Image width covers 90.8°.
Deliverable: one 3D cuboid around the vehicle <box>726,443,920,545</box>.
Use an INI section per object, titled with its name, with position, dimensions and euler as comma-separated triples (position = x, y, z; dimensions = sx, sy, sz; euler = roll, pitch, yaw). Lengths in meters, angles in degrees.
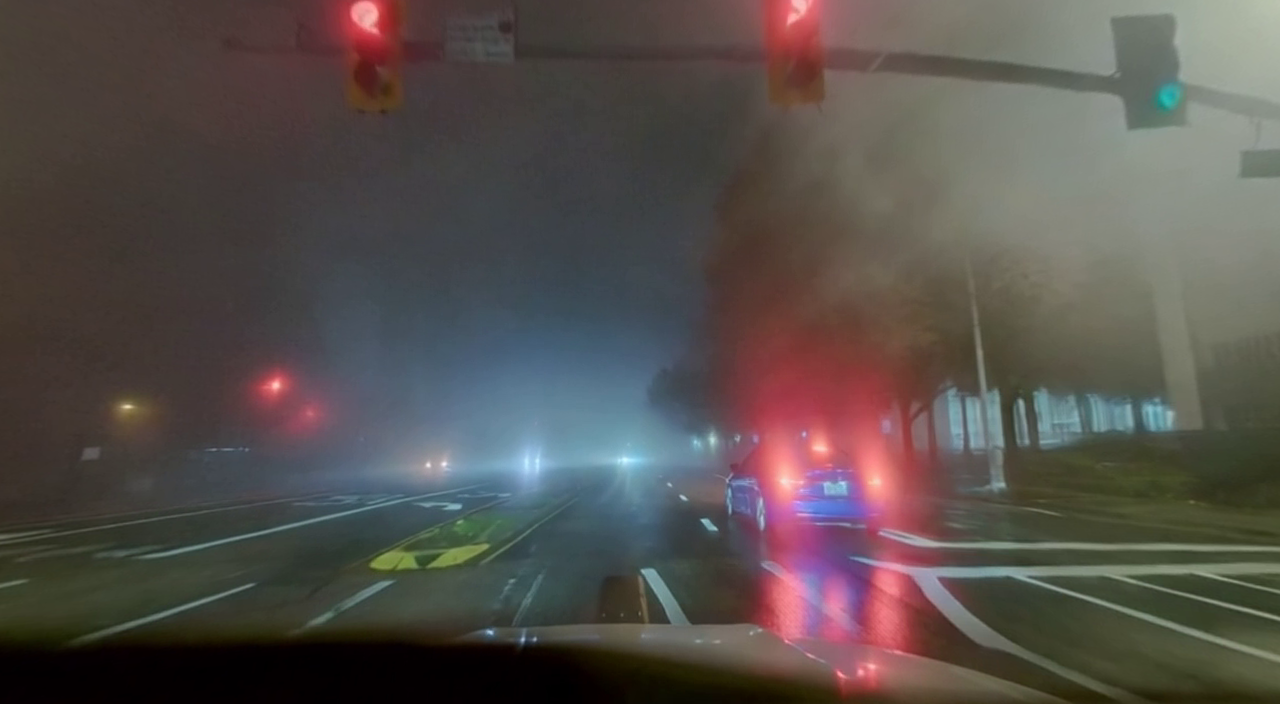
[vehicle]
position = 2.980, 2.412, 11.519
dimensions = 2.015, 1.455, 4.615
euler = 0, -9, -2
